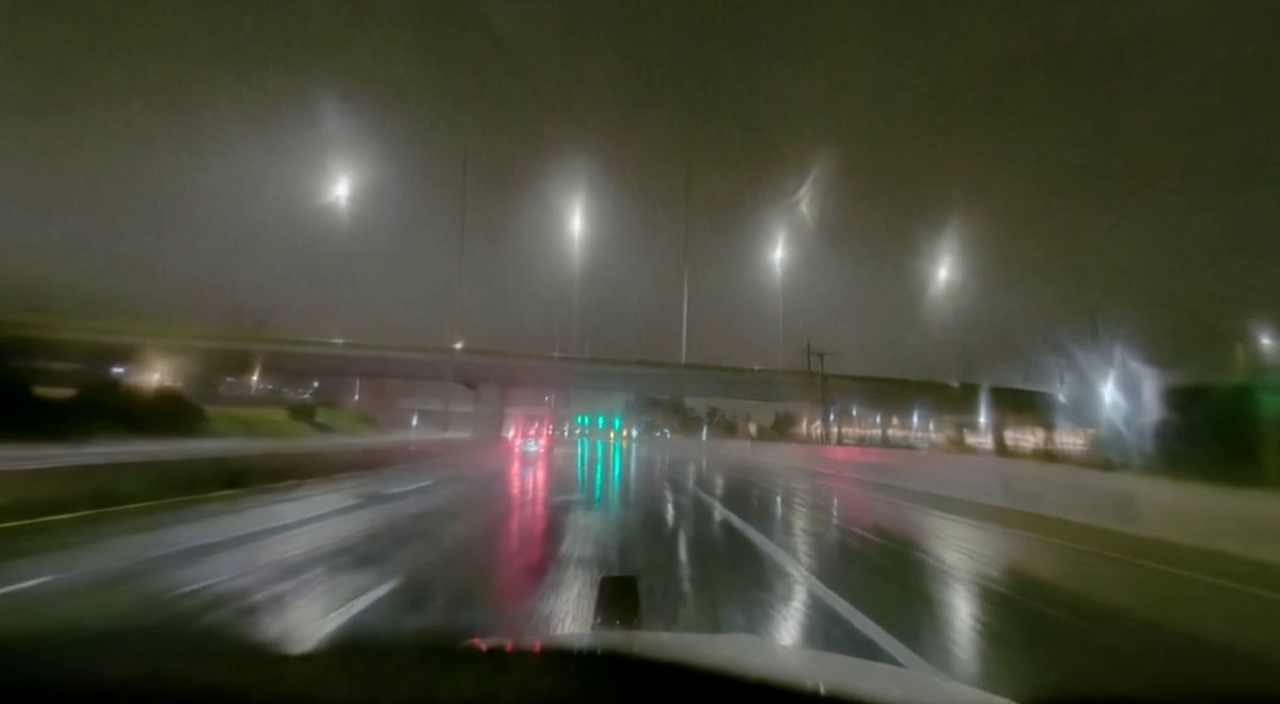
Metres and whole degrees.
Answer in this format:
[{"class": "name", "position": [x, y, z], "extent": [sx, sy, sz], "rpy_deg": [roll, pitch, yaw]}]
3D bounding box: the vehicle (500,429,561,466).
[{"class": "vehicle", "position": [-5.087, 4.485, 29.906], "extent": [2.123, 1.601, 4.887], "rpy_deg": [0, -8, -1]}]
